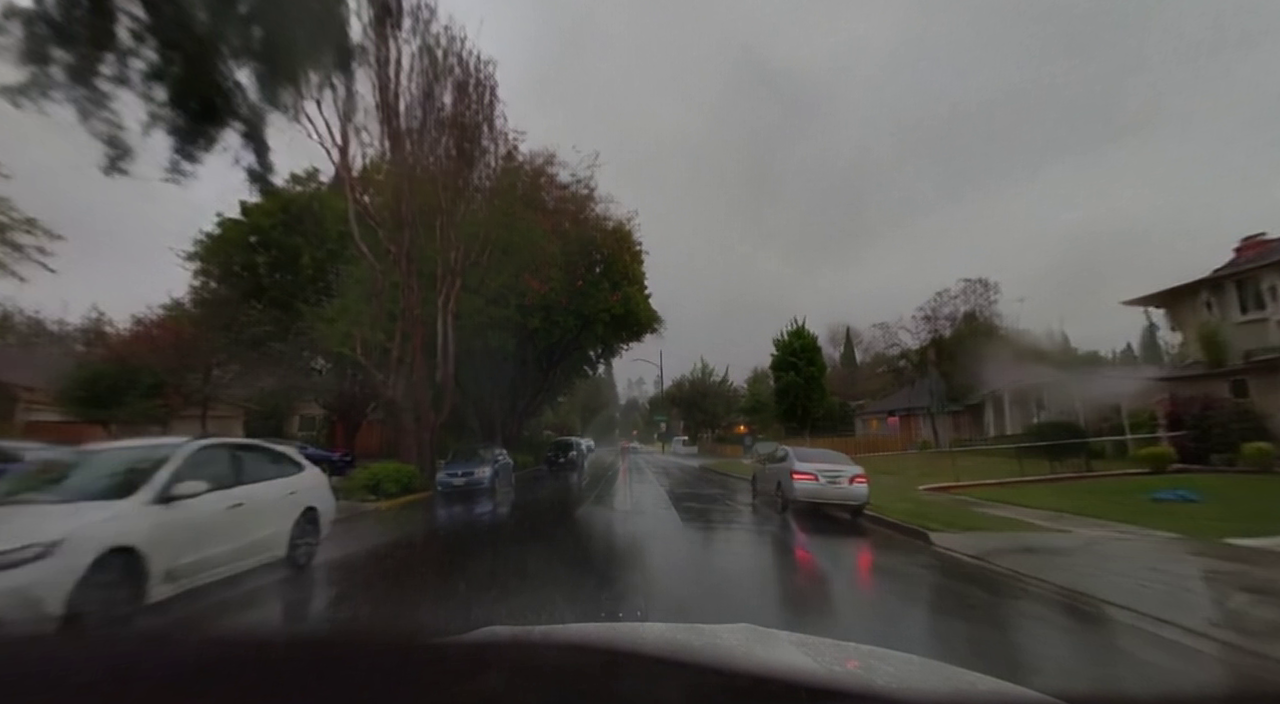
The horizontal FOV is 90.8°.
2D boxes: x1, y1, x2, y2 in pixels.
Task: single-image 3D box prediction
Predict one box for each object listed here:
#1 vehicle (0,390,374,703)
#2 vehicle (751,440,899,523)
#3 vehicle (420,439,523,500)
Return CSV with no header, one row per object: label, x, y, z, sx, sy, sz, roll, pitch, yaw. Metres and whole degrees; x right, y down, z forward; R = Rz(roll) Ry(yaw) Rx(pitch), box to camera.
vehicle,-4.618,1.413,5.894,2.140,1.815,4.926,0,-7,0
vehicle,3.736,2.676,13.596,1.945,1.495,3.983,0,-9,0
vehicle,-5.017,3.544,19.527,1.887,1.660,4.312,0,-9,1
